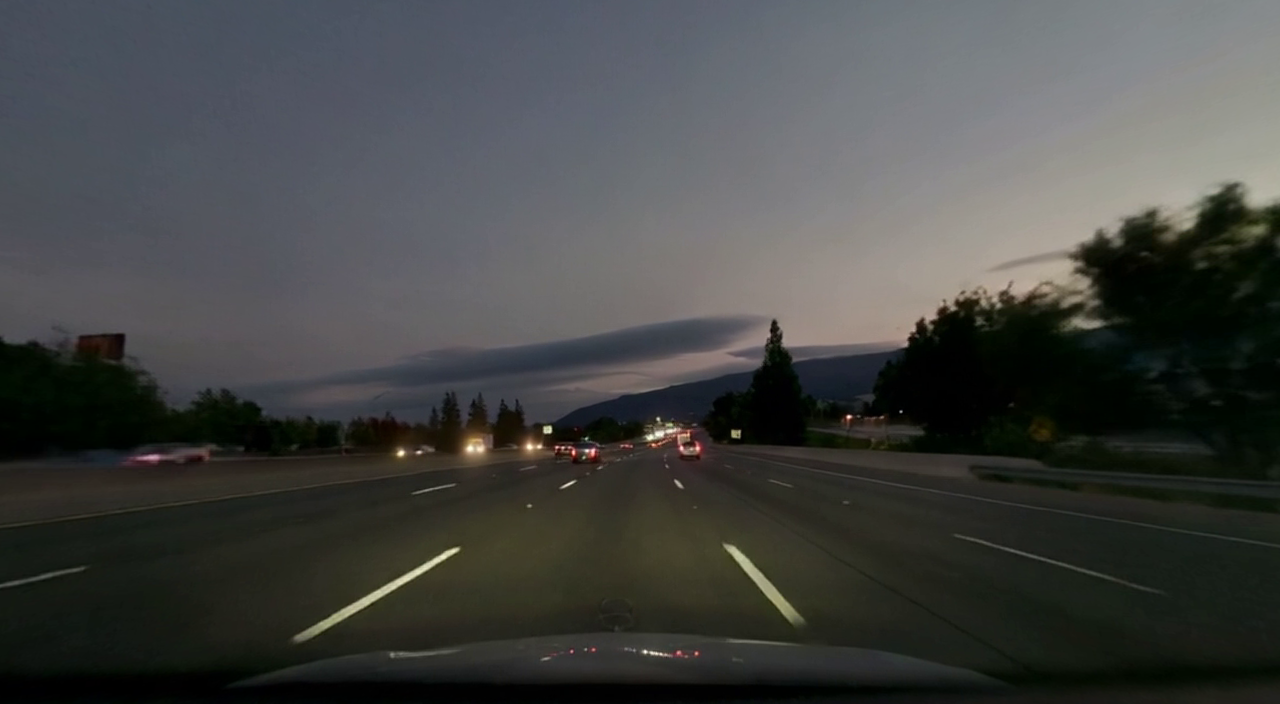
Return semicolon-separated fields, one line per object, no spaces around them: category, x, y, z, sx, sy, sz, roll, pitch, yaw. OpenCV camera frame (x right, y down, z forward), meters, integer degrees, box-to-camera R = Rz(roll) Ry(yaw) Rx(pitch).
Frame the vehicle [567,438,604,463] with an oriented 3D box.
vehicle;-3.856;7.062;45.351;2.179;1.693;4.204;0;-8;2

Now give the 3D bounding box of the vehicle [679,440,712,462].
vehicle;3.919;7.125;45.497;1.967;1.475;4.080;0;-8;0

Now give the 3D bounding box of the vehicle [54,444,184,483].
vehicle;-23.411;4.999;28.652;1.866;1.595;4.616;0;-8;1
